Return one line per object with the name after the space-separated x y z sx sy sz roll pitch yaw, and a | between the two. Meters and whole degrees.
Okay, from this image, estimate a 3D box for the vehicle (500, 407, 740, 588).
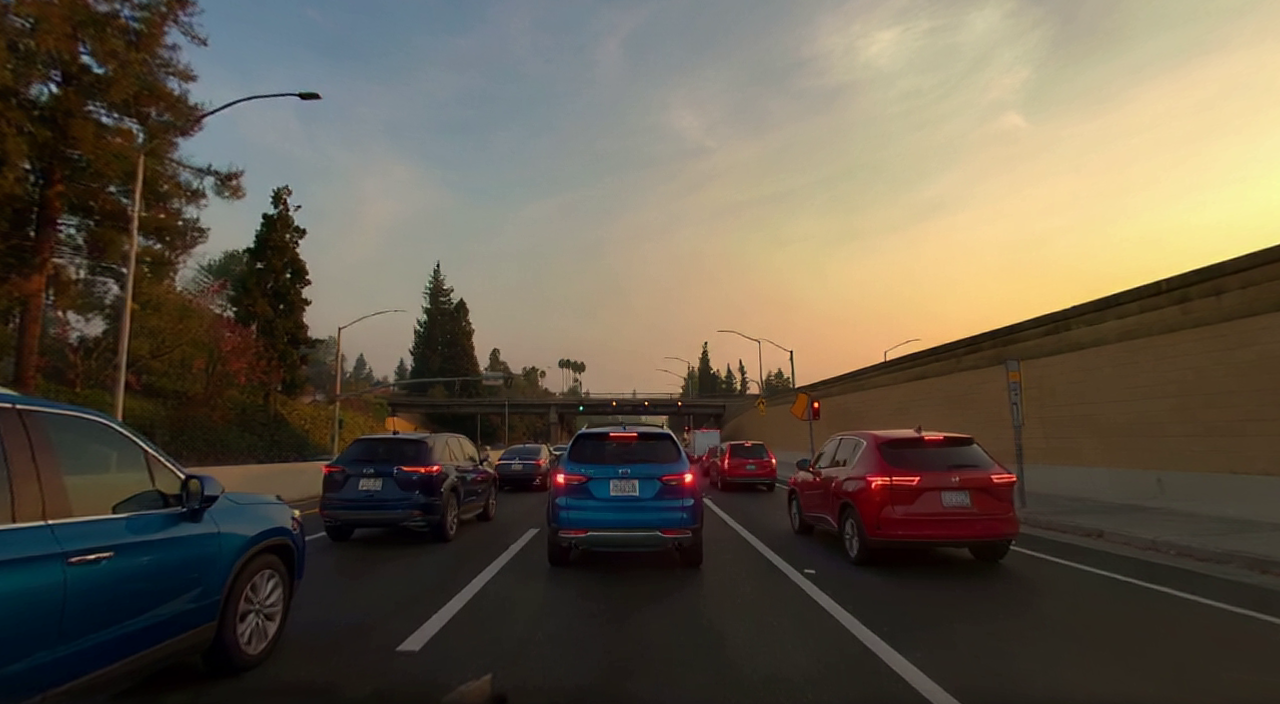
-0.156 1.656 7.945 2.245 1.677 3.913 0 -8 1 | vehicle

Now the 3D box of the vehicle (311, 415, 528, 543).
-3.492 2.114 11.155 2.067 1.759 4.631 0 -8 1 | vehicle

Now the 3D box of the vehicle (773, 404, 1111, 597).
3.139 1.633 7.799 2.029 1.702 4.281 0 -8 0 | vehicle

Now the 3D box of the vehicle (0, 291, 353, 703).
-3.520 0.828 3.110 2.070 1.913 4.450 0 -8 0 | vehicle
